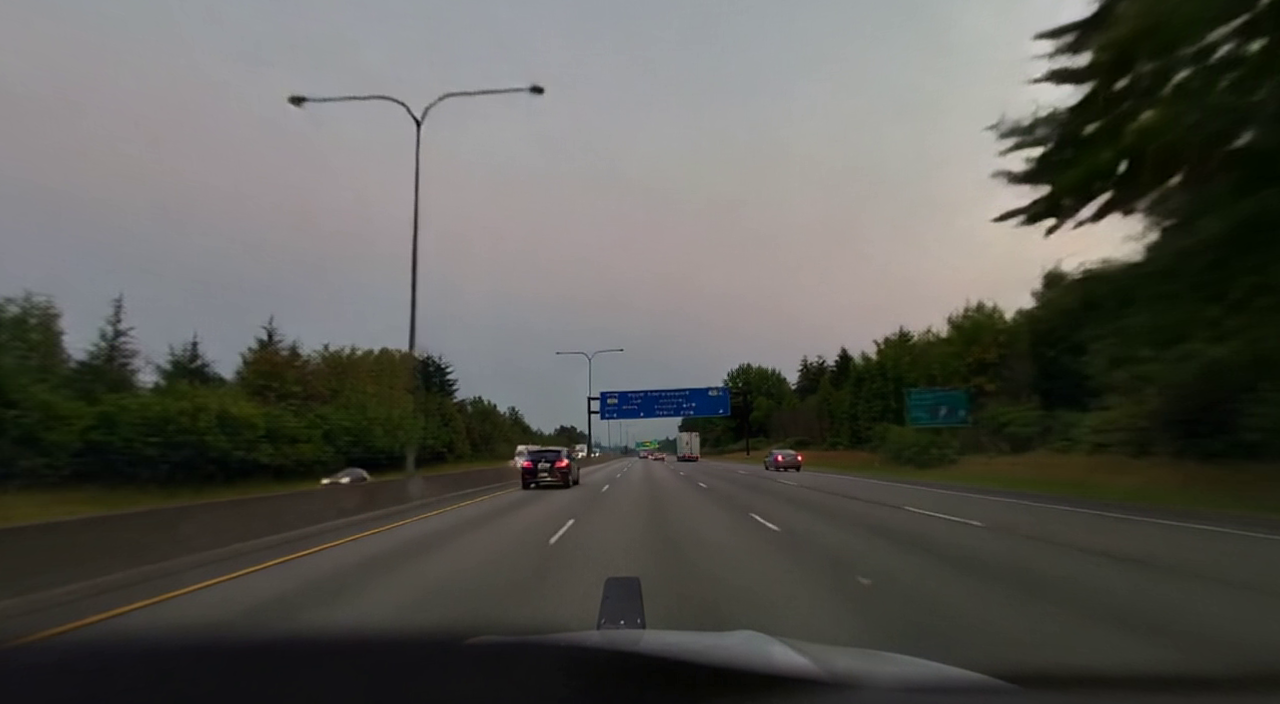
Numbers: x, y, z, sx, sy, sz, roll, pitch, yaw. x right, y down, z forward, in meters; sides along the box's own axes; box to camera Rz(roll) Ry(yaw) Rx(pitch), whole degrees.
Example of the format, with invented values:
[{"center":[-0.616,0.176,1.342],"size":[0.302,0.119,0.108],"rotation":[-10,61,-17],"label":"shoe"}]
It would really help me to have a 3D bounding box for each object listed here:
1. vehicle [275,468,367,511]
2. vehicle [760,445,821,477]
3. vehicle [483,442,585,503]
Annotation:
[{"center":[-11.862,5.106,23.674],"size":[1.628,1.353,3.499],"rotation":[0,-9,0],"label":"vehicle"},{"center":[7.628,5.567,32.426],"size":[1.943,1.493,4.507],"rotation":[0,-9,-1],"label":"vehicle"},{"center":[-2.935,3.465,18.512],"size":[2.191,1.563,4.318],"rotation":[0,-9,1],"label":"vehicle"}]
